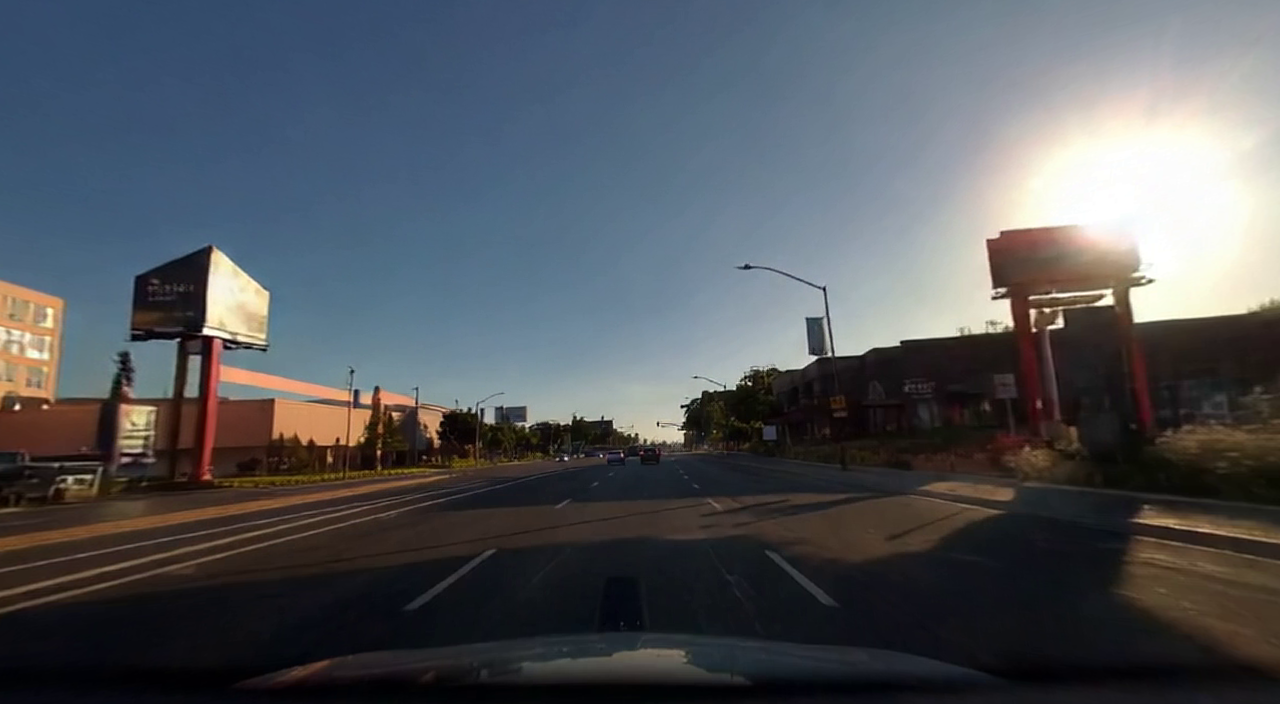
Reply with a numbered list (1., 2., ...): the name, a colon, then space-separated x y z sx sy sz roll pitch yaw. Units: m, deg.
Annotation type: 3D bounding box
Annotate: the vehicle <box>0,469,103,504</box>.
1. vehicle: -28.952 6.469 30.685 1.882 1.401 4.476 0 -9 -2
